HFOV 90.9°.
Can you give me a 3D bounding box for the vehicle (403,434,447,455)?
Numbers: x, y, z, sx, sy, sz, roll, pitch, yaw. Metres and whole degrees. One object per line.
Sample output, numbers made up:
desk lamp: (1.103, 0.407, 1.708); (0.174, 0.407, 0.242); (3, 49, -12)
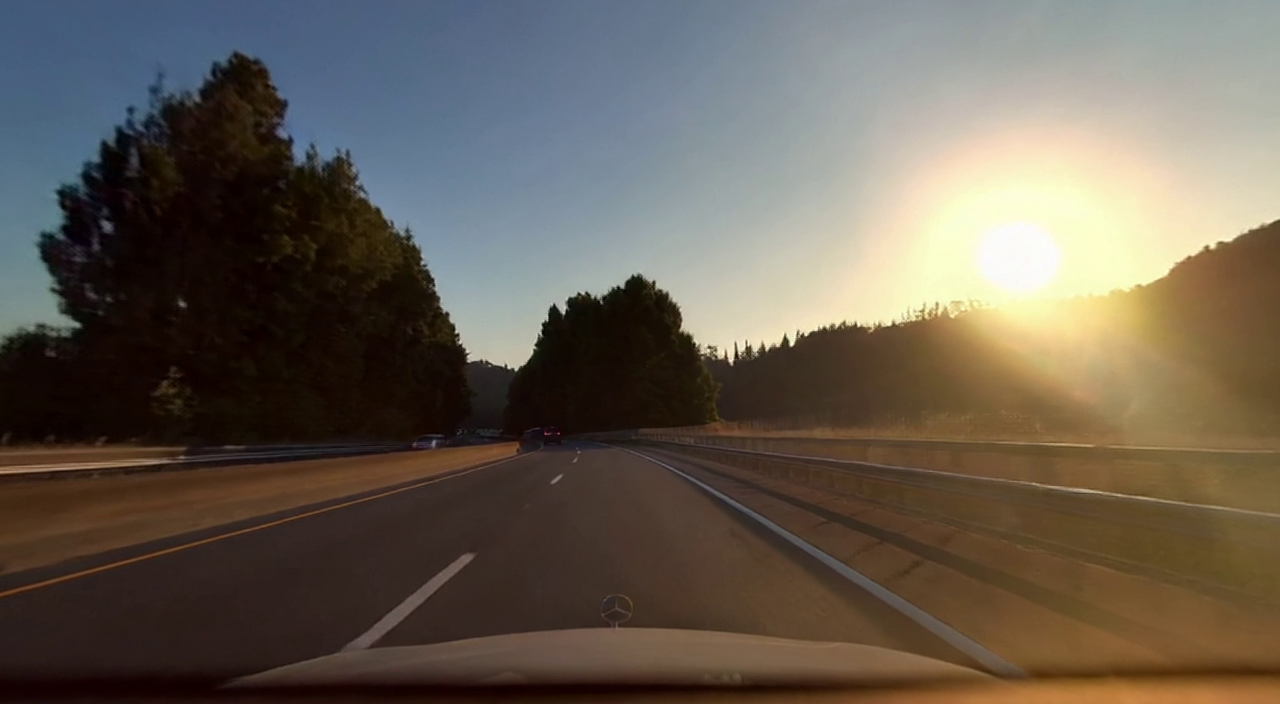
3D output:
vehicle: (-16.785, 7.219, 49.455); (2.206, 1.596, 4.262); (0, -8, -5)
